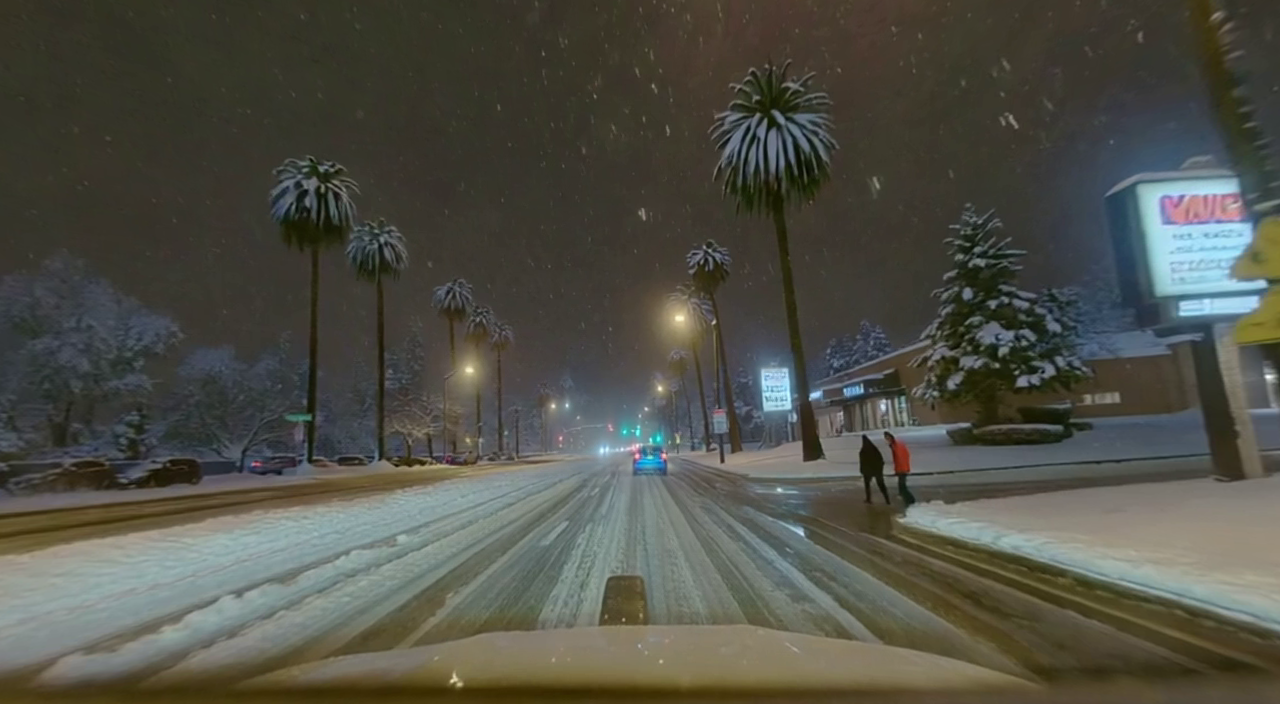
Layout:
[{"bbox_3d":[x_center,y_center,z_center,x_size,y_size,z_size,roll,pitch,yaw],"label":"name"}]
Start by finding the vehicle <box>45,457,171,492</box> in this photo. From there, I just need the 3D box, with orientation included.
[{"bbox_3d":[-27.872,6.410,32.982,4.756,1.727,1.994,0,-9,1],"label":"vehicle"}]

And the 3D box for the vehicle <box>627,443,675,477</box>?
[{"bbox_3d":[0.472,5.176,30.354,2.144,1.514,4.063,0,-9,0],"label":"vehicle"}]

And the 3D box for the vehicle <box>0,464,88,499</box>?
[{"bbox_3d":[-32.330,6.869,33.560,1.810,1.468,4.585,1,-8,-5],"label":"vehicle"}]
